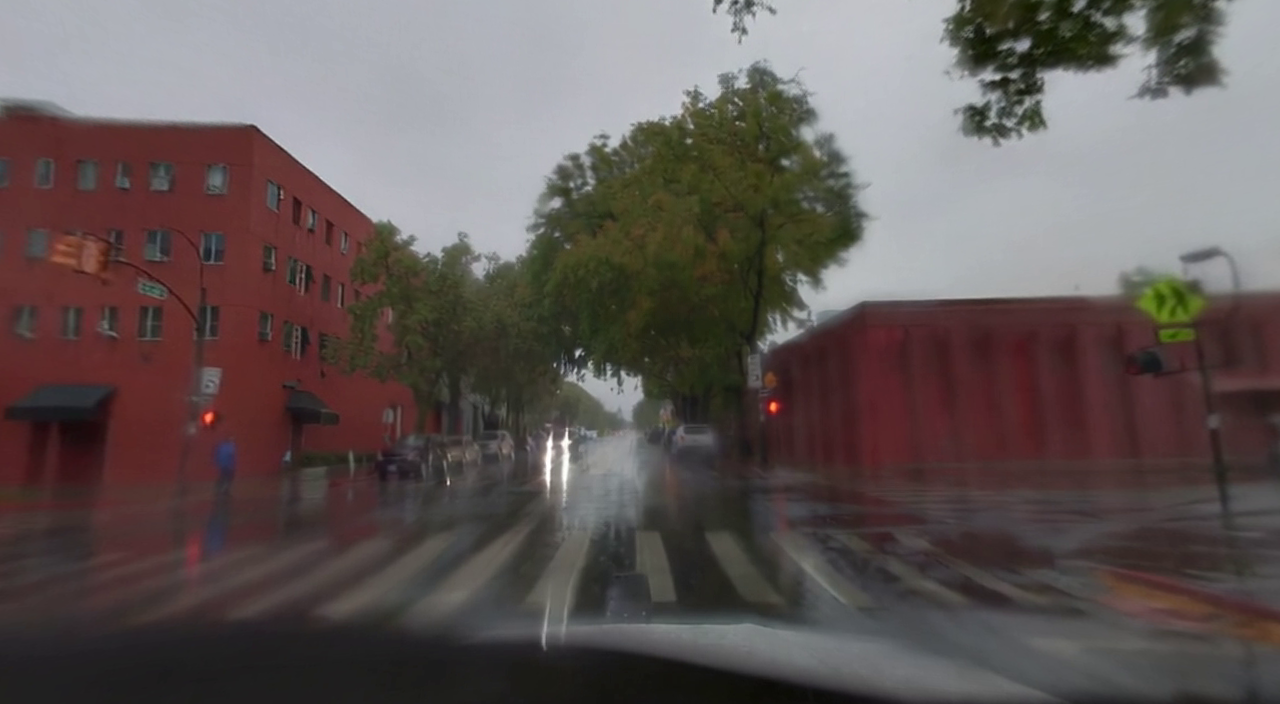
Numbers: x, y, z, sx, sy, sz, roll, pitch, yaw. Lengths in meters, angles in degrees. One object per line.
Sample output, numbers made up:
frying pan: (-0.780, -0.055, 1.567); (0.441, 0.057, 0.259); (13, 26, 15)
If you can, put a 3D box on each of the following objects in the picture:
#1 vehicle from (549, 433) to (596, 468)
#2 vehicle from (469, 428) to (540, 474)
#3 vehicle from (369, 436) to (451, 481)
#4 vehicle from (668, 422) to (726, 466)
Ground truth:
vehicle: (-3.237, 4.829, 31.005); (2.033, 1.596, 4.142); (0, -8, -2)
vehicle: (-5.997, 4.461, 28.551); (2.242, 1.887, 4.924); (0, -8, -2)
vehicle: (-9.924, 4.610, 27.643); (2.216, 1.804, 4.526); (1, -8, -5)
vehicle: (3.049, 5.099, 34.937); (2.557, 2.188, 5.164); (0, -8, -2)
